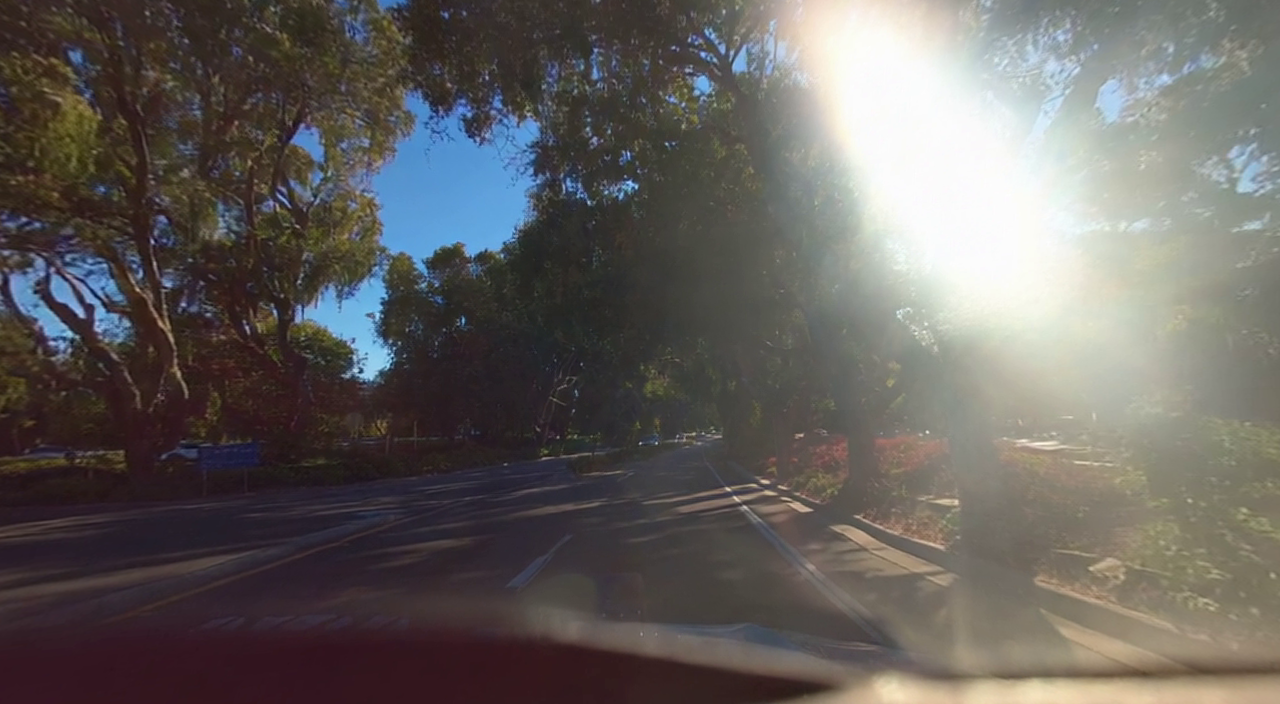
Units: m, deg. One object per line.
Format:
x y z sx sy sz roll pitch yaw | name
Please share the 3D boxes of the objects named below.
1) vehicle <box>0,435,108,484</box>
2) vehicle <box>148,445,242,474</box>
-28.398 5.097 29.978 4.733 1.892 1.939 -4 -4 2 | vehicle
-25.908 6.260 36.893 4.007 1.459 1.952 -2 -8 0 | vehicle
